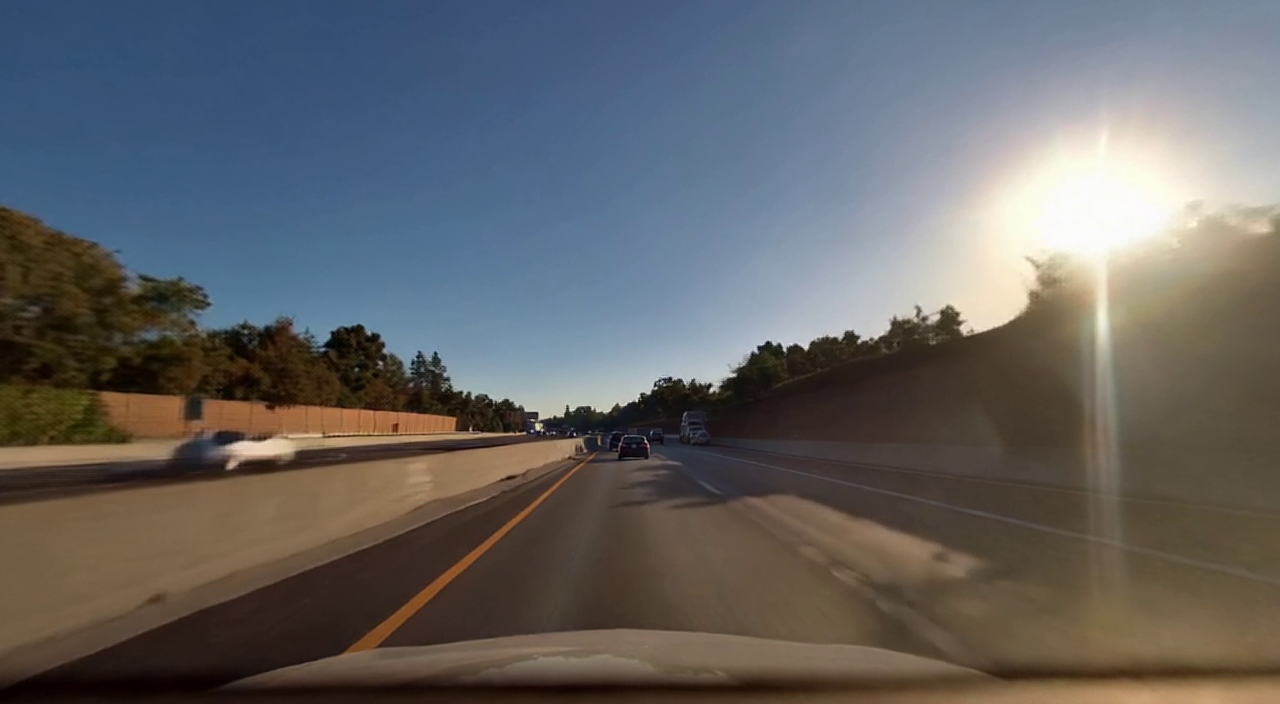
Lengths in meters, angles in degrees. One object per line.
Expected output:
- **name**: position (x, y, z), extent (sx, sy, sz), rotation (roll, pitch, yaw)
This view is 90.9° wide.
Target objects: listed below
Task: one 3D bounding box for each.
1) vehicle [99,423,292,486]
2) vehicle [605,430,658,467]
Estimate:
- **vehicle**: position (-12.079, 2.794, 17.638), extent (1.984, 1.501, 4.739), rotation (0, -8, -1)
- **vehicle**: position (-0.412, 4.190, 27.591), extent (2.119, 1.480, 4.000), rotation (0, -8, -2)
